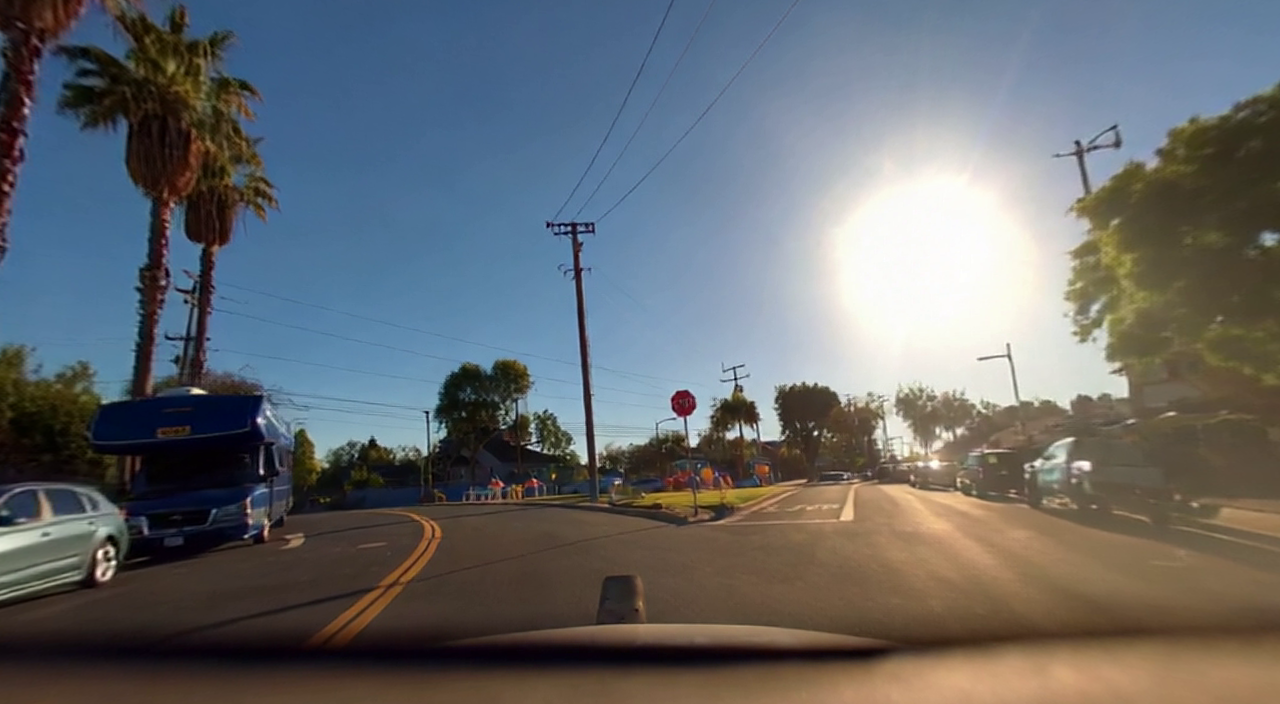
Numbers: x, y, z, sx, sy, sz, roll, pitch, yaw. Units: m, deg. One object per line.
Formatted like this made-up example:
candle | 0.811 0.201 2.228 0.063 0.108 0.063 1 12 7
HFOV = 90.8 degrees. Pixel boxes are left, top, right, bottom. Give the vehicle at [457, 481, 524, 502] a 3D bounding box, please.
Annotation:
vehicle | -11.598 10.876 49.275 4.966 1.377 1.739 1 -9 -9

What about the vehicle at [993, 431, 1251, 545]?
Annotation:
vehicle | 9.902 2.740 13.864 2.508 1.887 5.930 -3 -8 17

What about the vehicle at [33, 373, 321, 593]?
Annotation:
vehicle | -10.863 3.047 16.695 3.216 3.720 11.364 2 -9 -22

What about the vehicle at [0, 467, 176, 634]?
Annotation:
vehicle | -7.931 2.267 7.473 2.103 1.599 4.865 1 -9 -13

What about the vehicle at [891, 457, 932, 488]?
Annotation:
vehicle | 19.655 8.702 45.943 1.974 1.894 4.810 -3 -8 14
